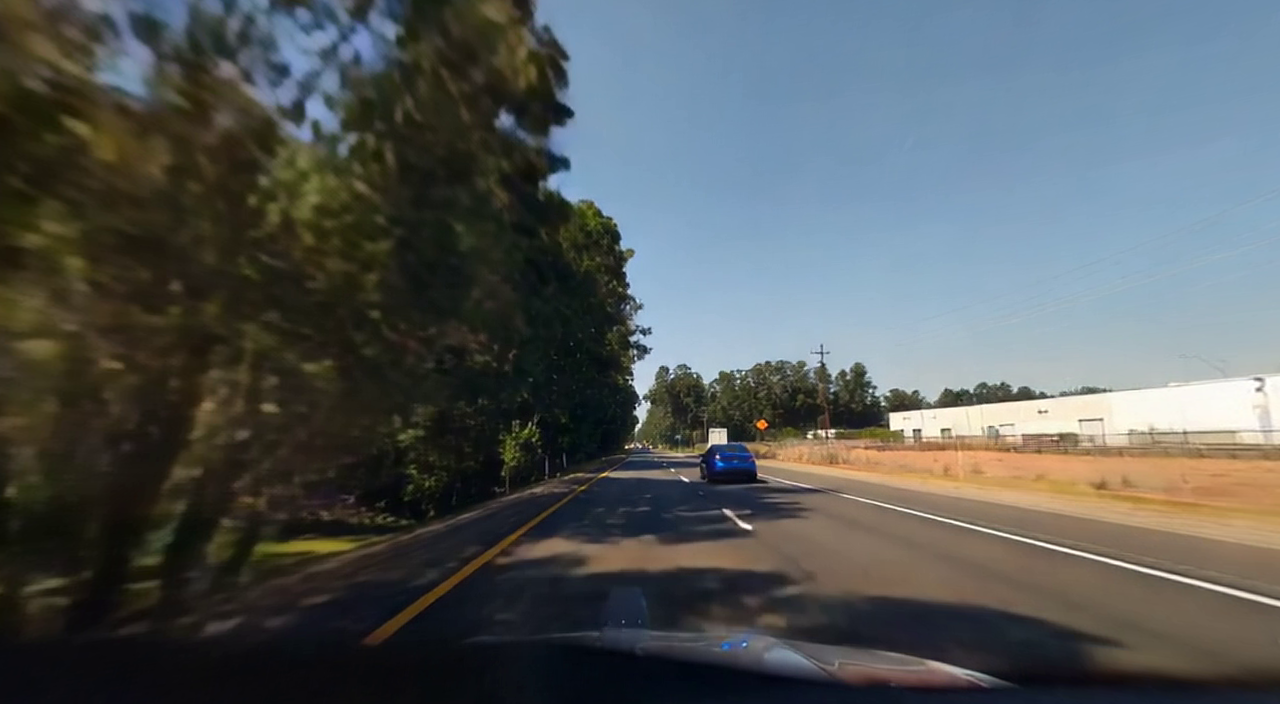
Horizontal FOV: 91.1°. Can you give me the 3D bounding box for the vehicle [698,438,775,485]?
[{"bbox_3d":[3.431,3.971,23.060,2.079,1.531,3.997,0,-8,-1],"label":"vehicle"}]
